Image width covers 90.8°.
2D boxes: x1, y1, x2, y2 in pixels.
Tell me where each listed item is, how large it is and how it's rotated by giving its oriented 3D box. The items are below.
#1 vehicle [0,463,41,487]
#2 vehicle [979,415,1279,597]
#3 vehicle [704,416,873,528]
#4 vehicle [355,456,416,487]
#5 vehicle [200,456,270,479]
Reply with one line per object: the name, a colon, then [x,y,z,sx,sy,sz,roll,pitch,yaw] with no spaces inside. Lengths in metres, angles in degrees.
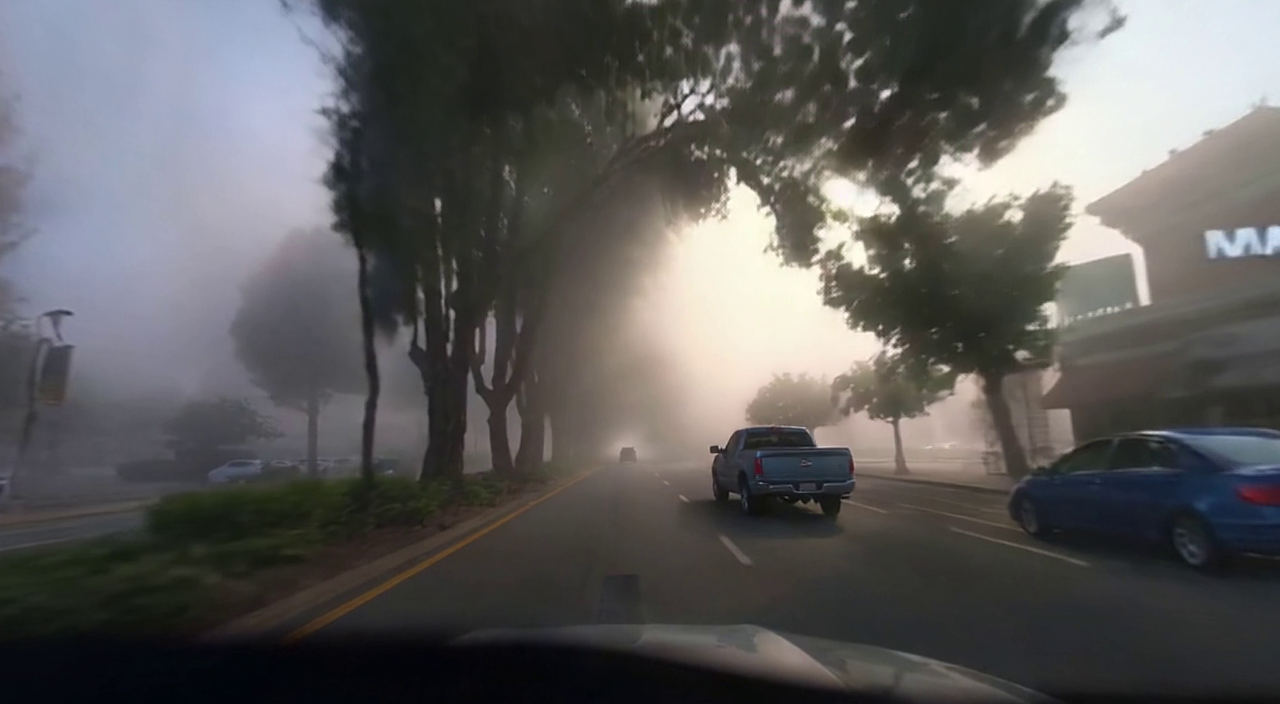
vehicle: [-41.998,8.046,41.442,3.565,1.451,1.715,0,-9,0]
vehicle: [6.394,1.689,7.817,1.993,1.604,4.260,0,-8,0]
vehicle: [2.718,2.364,13.080,2.138,1.836,5.245,0,-8,-1]
vehicle: [-14.006,6.586,35.031,1.835,1.487,4.201,0,-8,-3]
vehicle: [-30.020,8.581,46.861,3.749,1.600,2.011,0,-8,-2]
